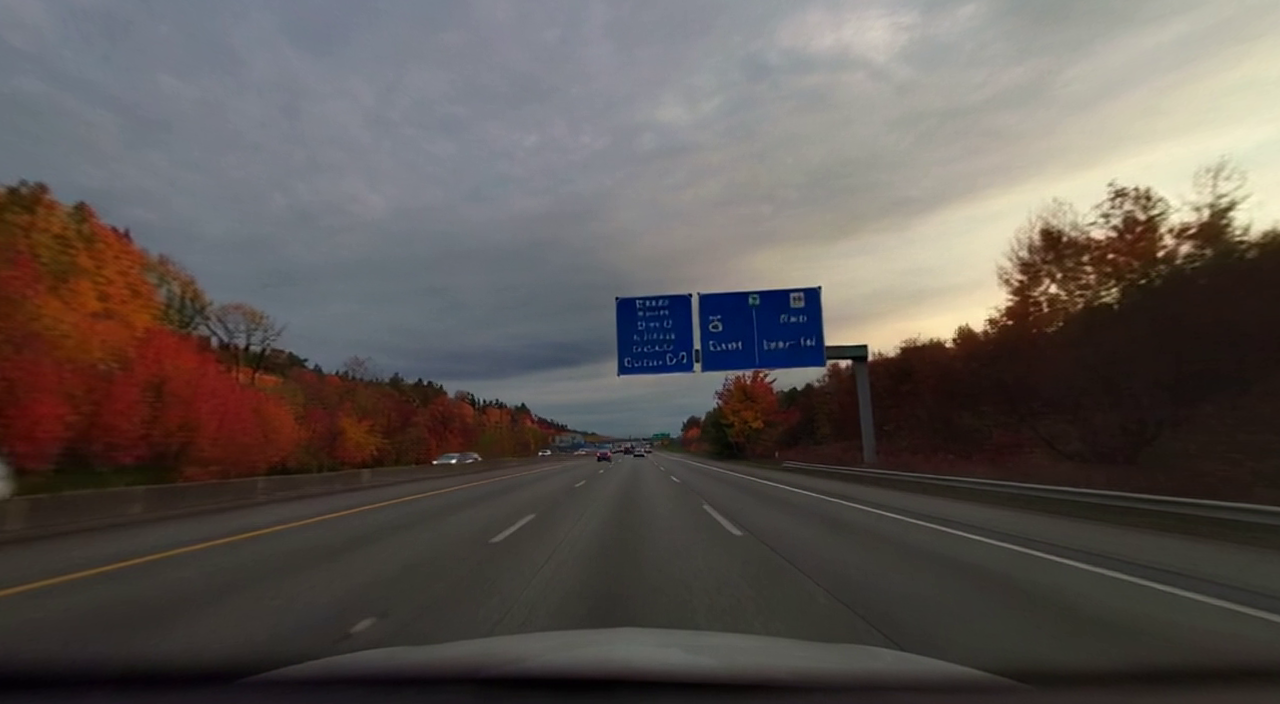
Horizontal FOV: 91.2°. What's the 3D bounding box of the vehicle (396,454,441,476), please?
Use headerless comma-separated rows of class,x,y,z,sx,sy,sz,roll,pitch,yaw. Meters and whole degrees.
vehicle,-15.950,8.135,45.262,1.774,1.472,3.859,0,-9,0

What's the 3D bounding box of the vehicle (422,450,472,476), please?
vehicle,-12.042,6.925,39.323,1.858,1.503,4.015,0,-9,0
